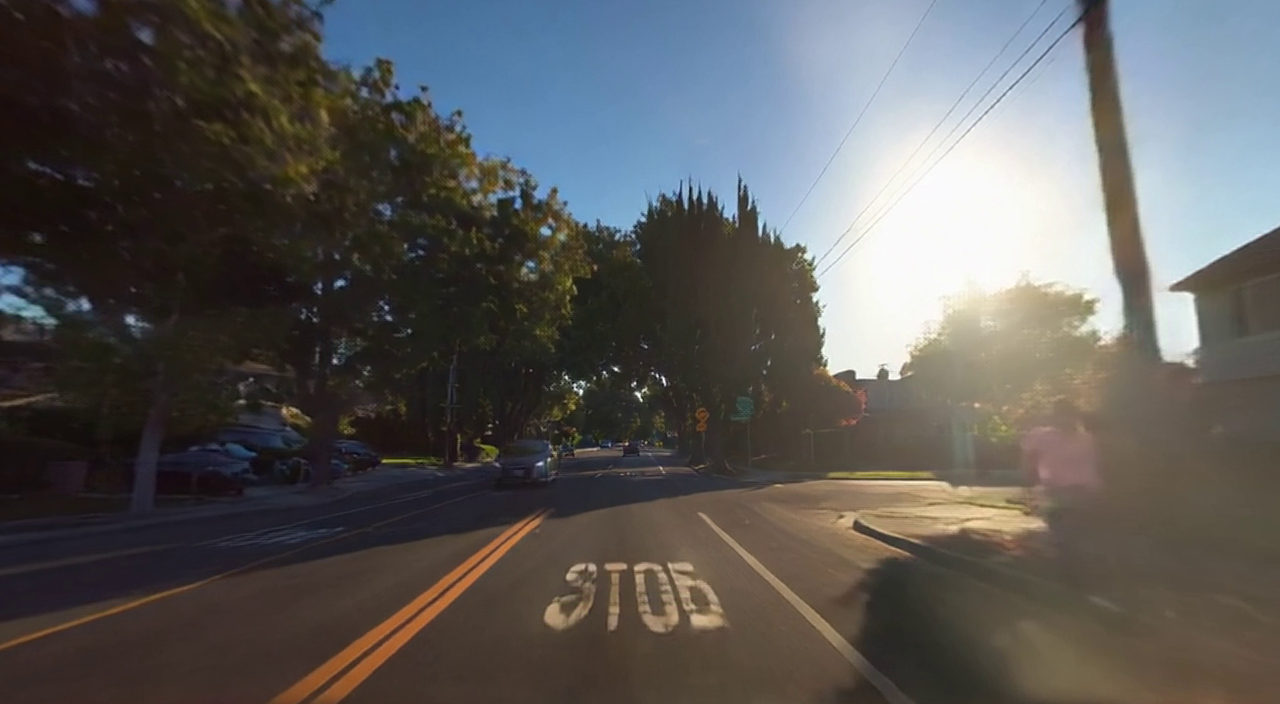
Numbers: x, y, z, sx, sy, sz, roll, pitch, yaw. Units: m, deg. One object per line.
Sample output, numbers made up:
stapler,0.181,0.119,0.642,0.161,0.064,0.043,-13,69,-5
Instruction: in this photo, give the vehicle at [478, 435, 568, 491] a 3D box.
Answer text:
vehicle,-4.051,3.968,22.850,2.267,1.768,4.911,0,-9,1
